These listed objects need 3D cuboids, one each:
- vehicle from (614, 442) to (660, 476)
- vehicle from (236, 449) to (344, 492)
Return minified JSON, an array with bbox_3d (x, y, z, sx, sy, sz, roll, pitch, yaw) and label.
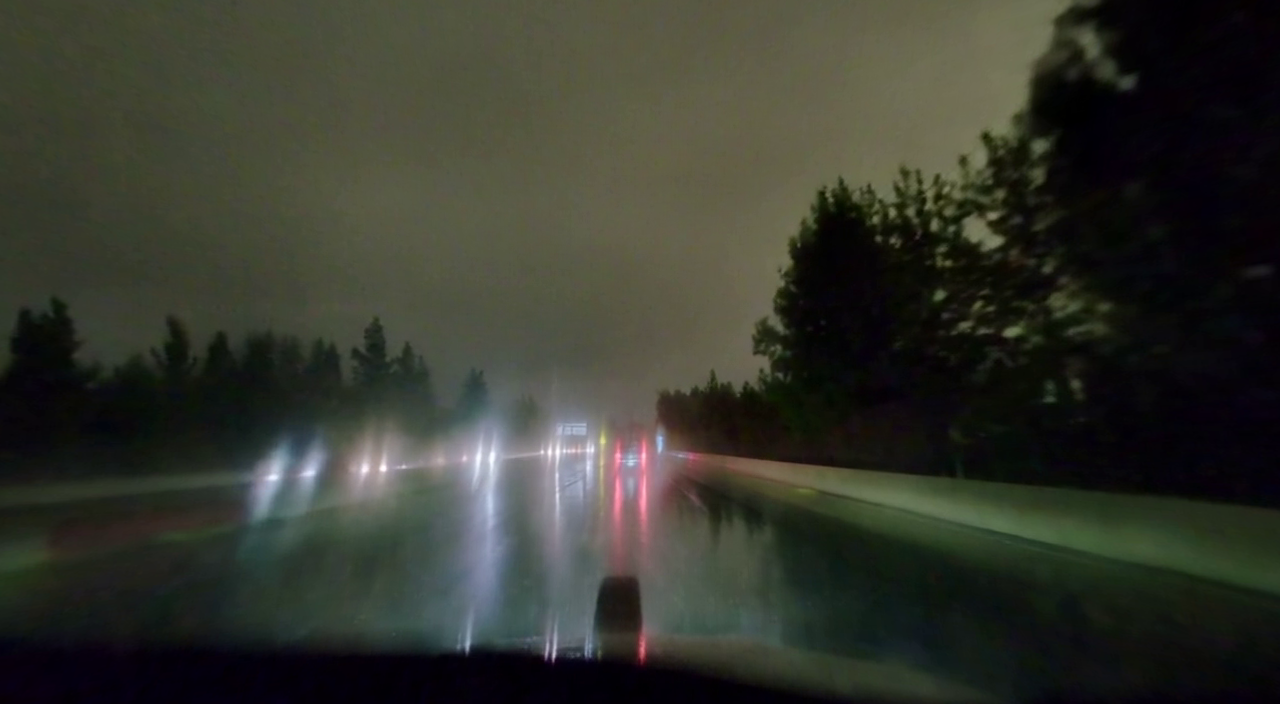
[{"bbox_3d":[-0.179,5.197,30.651,2.095,1.537,4.017,0,-9,-1],"label":"vehicle"},{"bbox_3d":[-13.636,4.622,24.746,1.896,1.509,4.060,0,-9,0],"label":"vehicle"}]
